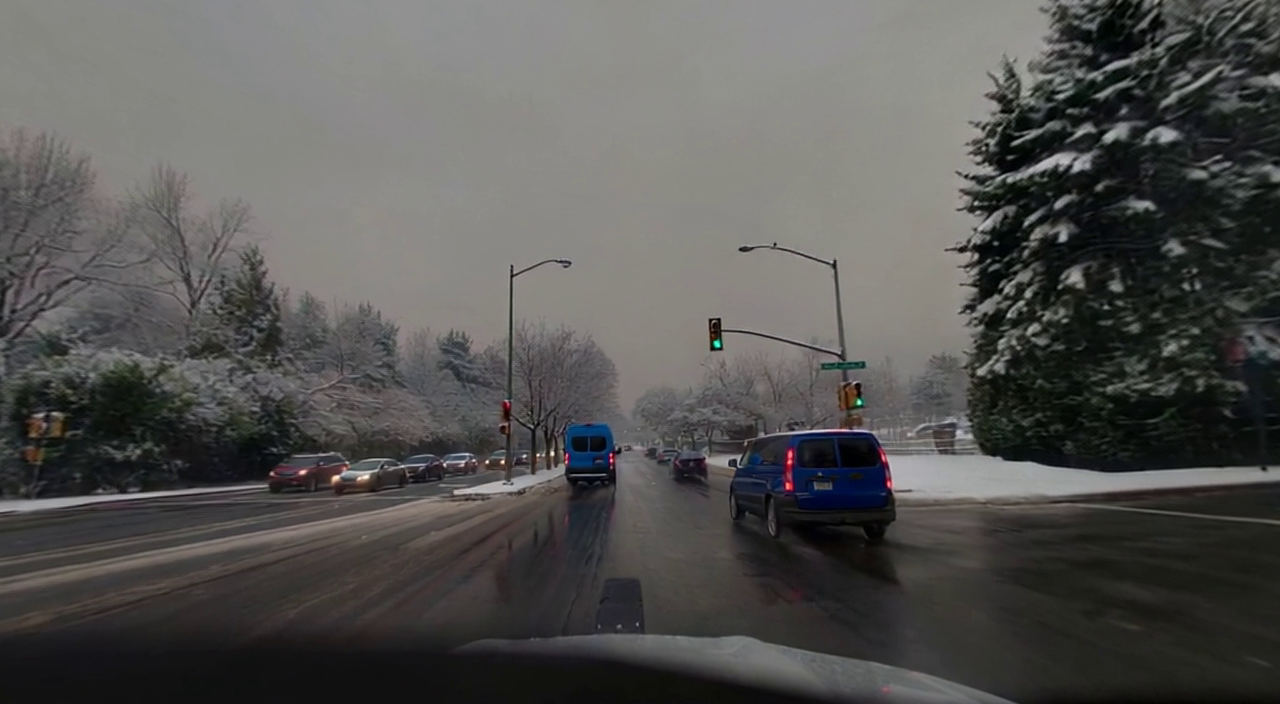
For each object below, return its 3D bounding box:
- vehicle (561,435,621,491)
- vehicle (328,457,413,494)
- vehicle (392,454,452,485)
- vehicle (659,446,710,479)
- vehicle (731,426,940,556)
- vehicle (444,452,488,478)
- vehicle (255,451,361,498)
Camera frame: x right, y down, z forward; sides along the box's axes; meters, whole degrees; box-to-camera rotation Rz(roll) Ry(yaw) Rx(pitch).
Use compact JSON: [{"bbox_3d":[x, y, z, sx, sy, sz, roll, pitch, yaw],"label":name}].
[{"bbox_3d":[-1.951,4.483,25.900,2.228,2.054,4.309,0,-9,-3],"label":"vehicle"},{"bbox_3d":[-12.206,5.598,28.986,2.128,1.496,4.432,0,-9,-3],"label":"vehicle"},{"bbox_3d":[-12.310,6.621,35.929,1.956,1.625,4.123,0,-9,-1],"label":"vehicle"},{"bbox_3d":[2.332,5.935,34.268,2.248,1.692,4.252,0,-9,-3],"label":"vehicle"},{"bbox_3d":[2.868,2.135,10.416,1.965,1.671,4.146,0,-9,-2],"label":"vehicle"},{"bbox_3d":[-12.232,7.963,44.707,1.988,1.689,4.047,0,-9,0],"label":"vehicle"},{"bbox_3d":[-16.018,5.879,30.924,2.299,2.015,5.743,0,-9,-3],"label":"vehicle"}]
